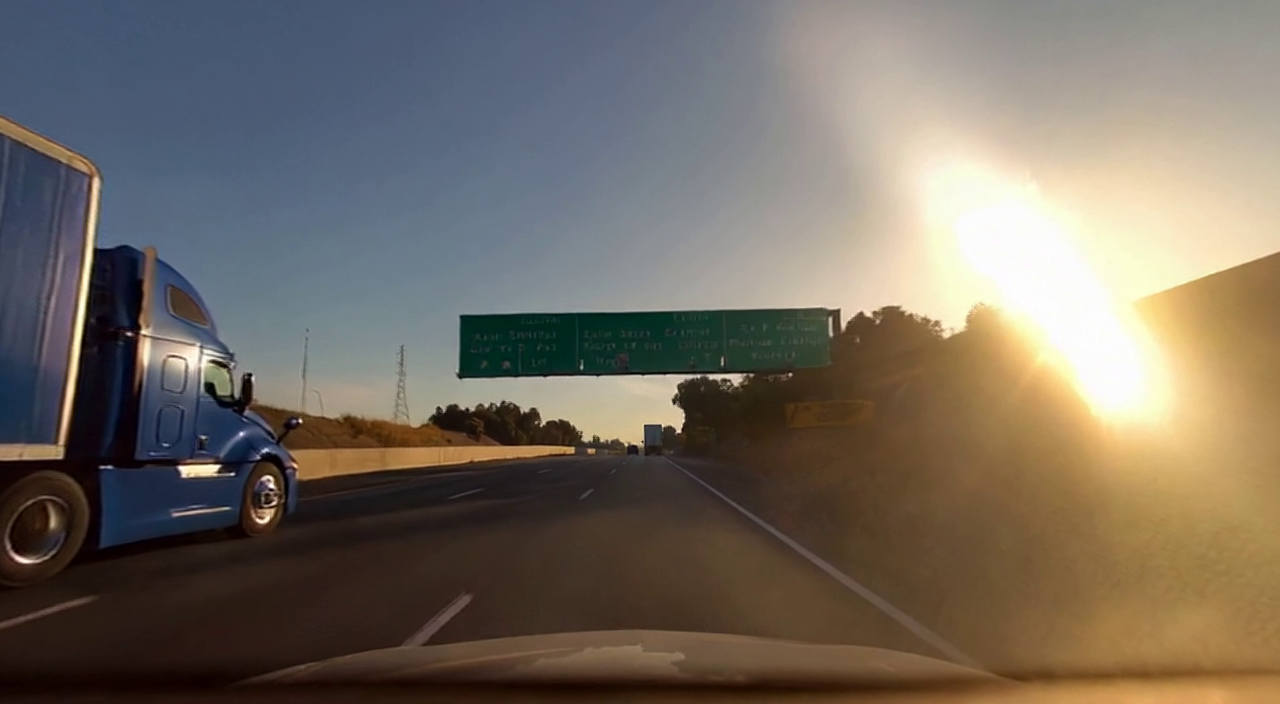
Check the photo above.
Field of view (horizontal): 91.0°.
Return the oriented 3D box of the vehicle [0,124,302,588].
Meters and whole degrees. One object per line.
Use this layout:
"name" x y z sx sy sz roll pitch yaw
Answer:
"vehicle" -7.007 0.032 5.460 2.996 3.947 8.600 0 -9 2
